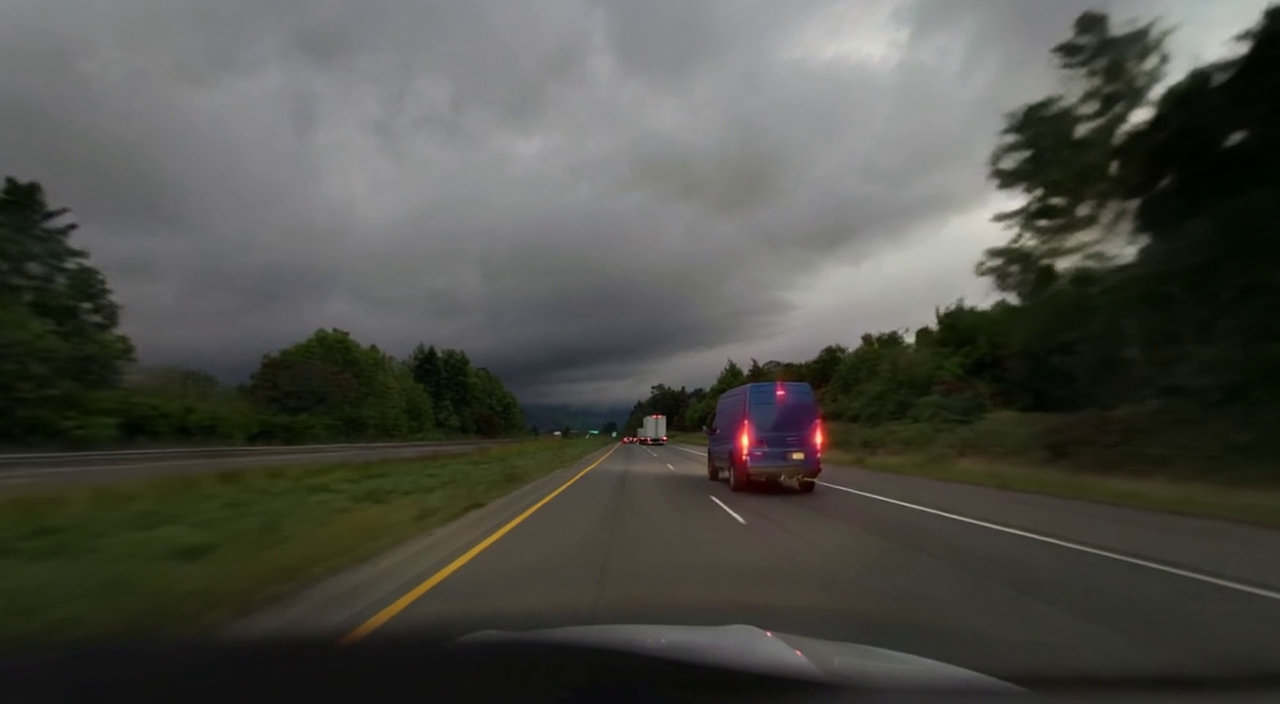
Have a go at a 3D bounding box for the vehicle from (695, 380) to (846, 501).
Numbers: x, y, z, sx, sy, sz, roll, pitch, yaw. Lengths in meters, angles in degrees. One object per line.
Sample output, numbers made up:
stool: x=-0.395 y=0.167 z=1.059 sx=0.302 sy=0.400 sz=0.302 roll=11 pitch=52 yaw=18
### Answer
vehicle: x=3.078 y=2.309 z=16.705 sx=2.570 sy=2.596 sz=6.082 roll=0 pitch=-8 yaw=-1
